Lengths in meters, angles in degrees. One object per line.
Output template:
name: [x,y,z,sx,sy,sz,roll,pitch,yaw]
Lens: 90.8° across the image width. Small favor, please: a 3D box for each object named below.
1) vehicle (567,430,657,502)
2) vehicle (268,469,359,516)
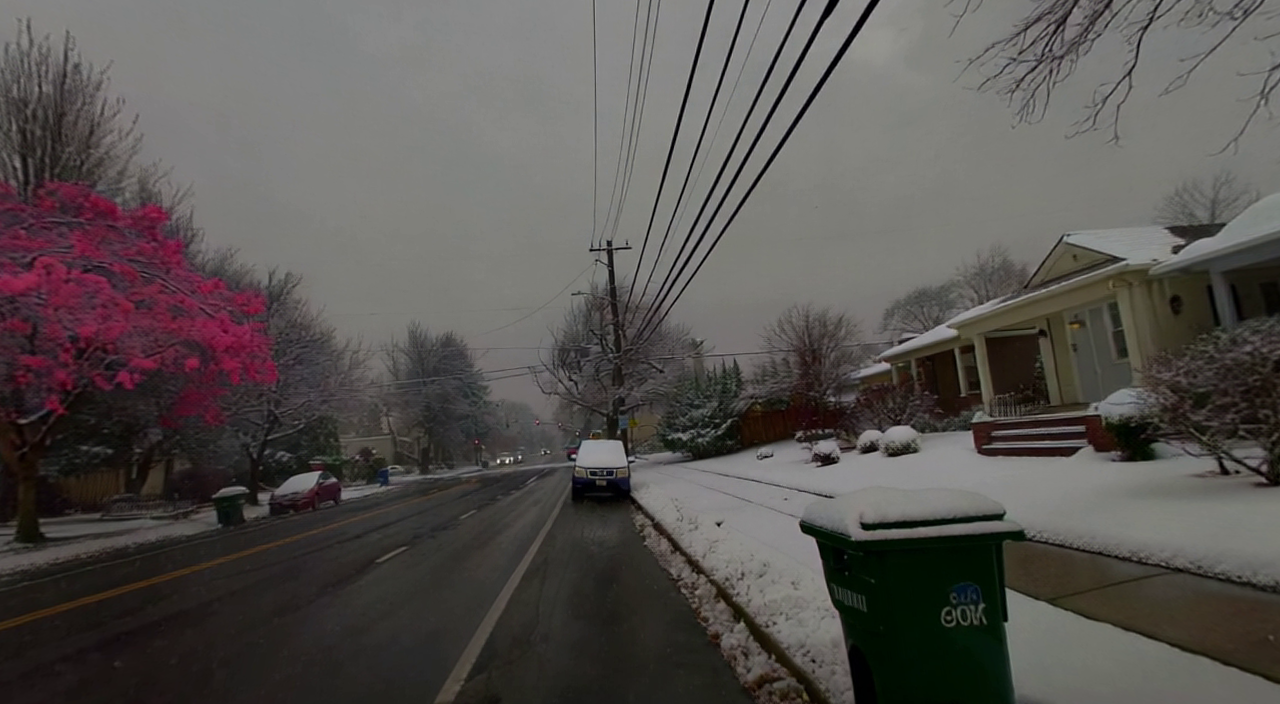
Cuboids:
vehicle: [-0.829,3.067,17.388,2.190,1.708,4.115,0,-8,-4]
vehicle: [-13.772,5.911,26.975,1.982,1.660,4.142,1,-8,-6]
